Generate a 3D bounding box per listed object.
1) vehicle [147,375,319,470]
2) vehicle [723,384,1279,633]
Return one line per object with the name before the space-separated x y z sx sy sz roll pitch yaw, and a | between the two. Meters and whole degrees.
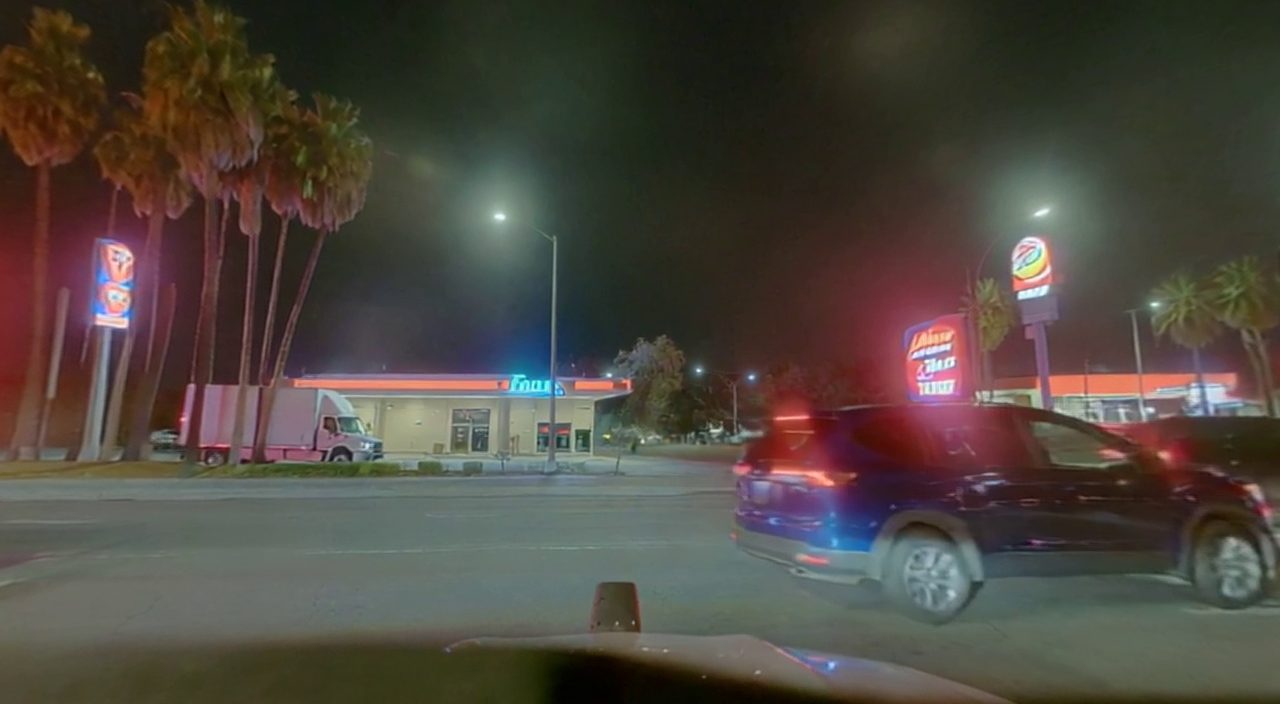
vehicle | -18.767 3.459 30.019 3.034 3.929 7.699 0 -8 -1
vehicle | 3.194 1.255 5.683 4.493 1.728 2.137 0 -8 -3
